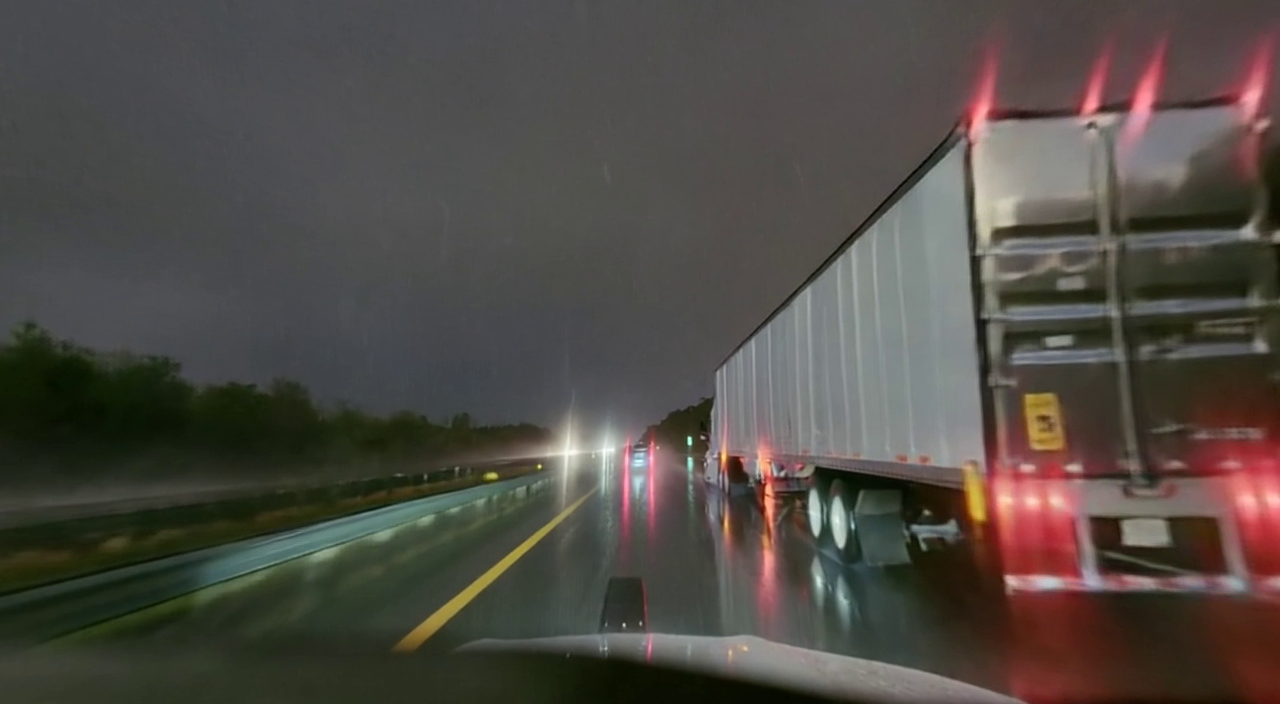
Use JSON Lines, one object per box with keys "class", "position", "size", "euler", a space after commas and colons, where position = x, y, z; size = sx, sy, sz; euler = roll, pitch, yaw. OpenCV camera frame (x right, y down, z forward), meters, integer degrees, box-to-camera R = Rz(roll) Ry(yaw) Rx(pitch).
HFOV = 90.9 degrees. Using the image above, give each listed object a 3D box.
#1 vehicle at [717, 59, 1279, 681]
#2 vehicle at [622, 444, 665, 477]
{"class": "vehicle", "position": [3.886, 1.142, 12.071], "size": [2.929, 4.158, 15.921], "euler": [0, -8, 0]}
{"class": "vehicle", "position": [0.172, 5.299, 31.065], "size": [1.968, 1.515, 4.025], "euler": [-1, -8, 1]}
